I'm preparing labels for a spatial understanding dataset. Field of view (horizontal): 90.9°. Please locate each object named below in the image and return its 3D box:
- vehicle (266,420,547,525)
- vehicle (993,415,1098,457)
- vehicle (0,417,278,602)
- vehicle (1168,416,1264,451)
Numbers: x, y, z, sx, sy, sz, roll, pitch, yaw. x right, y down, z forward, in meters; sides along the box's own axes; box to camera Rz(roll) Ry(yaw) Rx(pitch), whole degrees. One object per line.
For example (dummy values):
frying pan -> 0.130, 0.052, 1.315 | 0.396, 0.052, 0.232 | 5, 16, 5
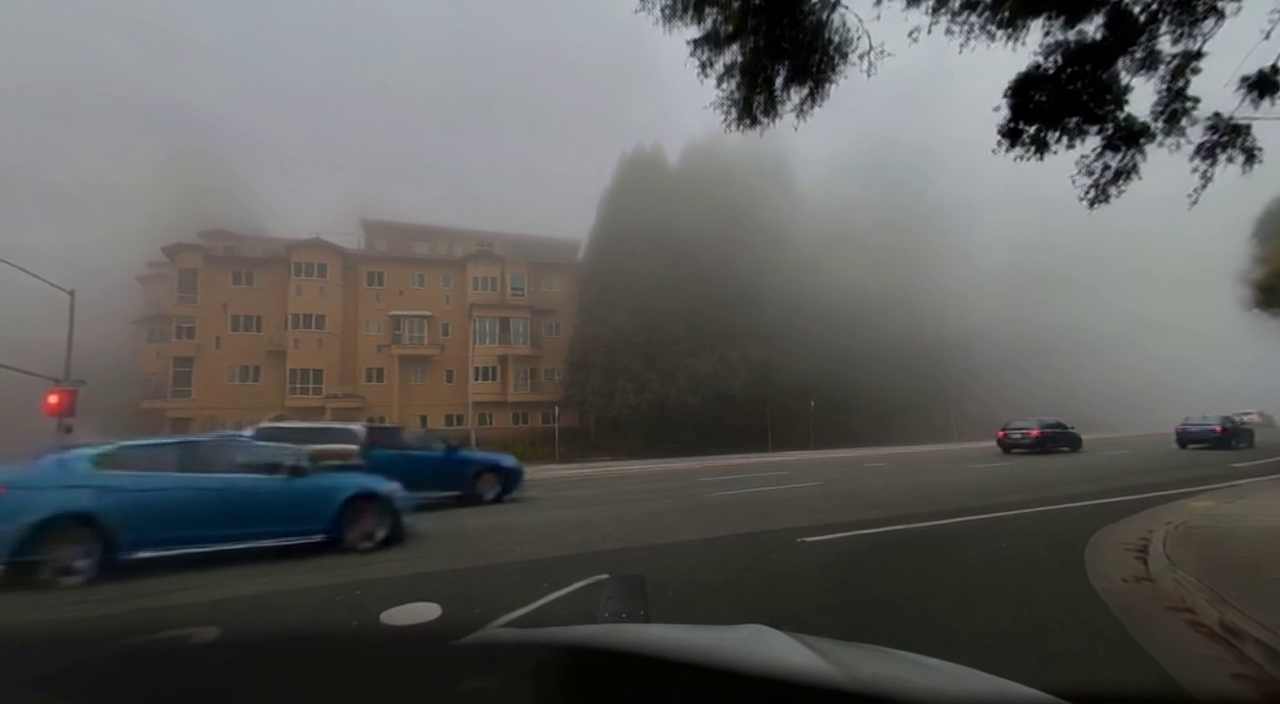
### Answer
vehicle -> -4.339, 2.175, 12.128 | 4.734, 1.633, 1.829 | 4, -9, -34
vehicle -> 17.667, 3.672, 27.409 | 4.683, 1.678, 1.981 | 5, -10, -33
vehicle -> -6.373, 1.513, 6.432 | 4.438, 1.625, 2.033 | 5, -10, -33
vehicle -> 25.687, 3.669, 28.077 | 4.521, 1.433, 1.943 | 5, -10, -33
